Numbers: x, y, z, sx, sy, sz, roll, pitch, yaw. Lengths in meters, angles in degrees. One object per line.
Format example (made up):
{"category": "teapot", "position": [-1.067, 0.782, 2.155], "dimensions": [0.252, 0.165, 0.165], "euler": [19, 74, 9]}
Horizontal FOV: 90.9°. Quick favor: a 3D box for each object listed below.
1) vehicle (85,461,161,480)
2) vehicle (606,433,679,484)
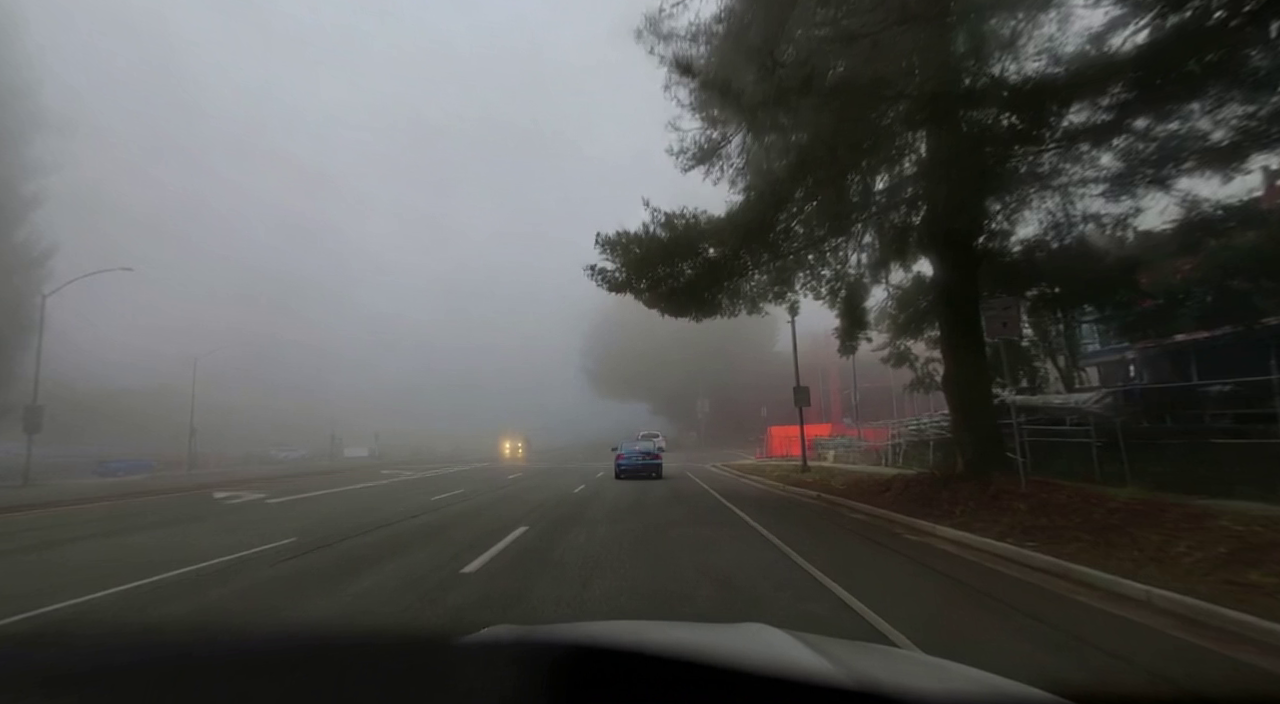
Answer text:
{"category": "vehicle", "position": [-39.579, 9.069, 48.298], "dimensions": [4.111, 1.412, 1.777], "euler": [0, -8, -3]}
{"category": "vehicle", "position": [0.092, 3.384, 20.331], "dimensions": [2.112, 1.482, 4.076], "euler": [0, -8, 0]}
